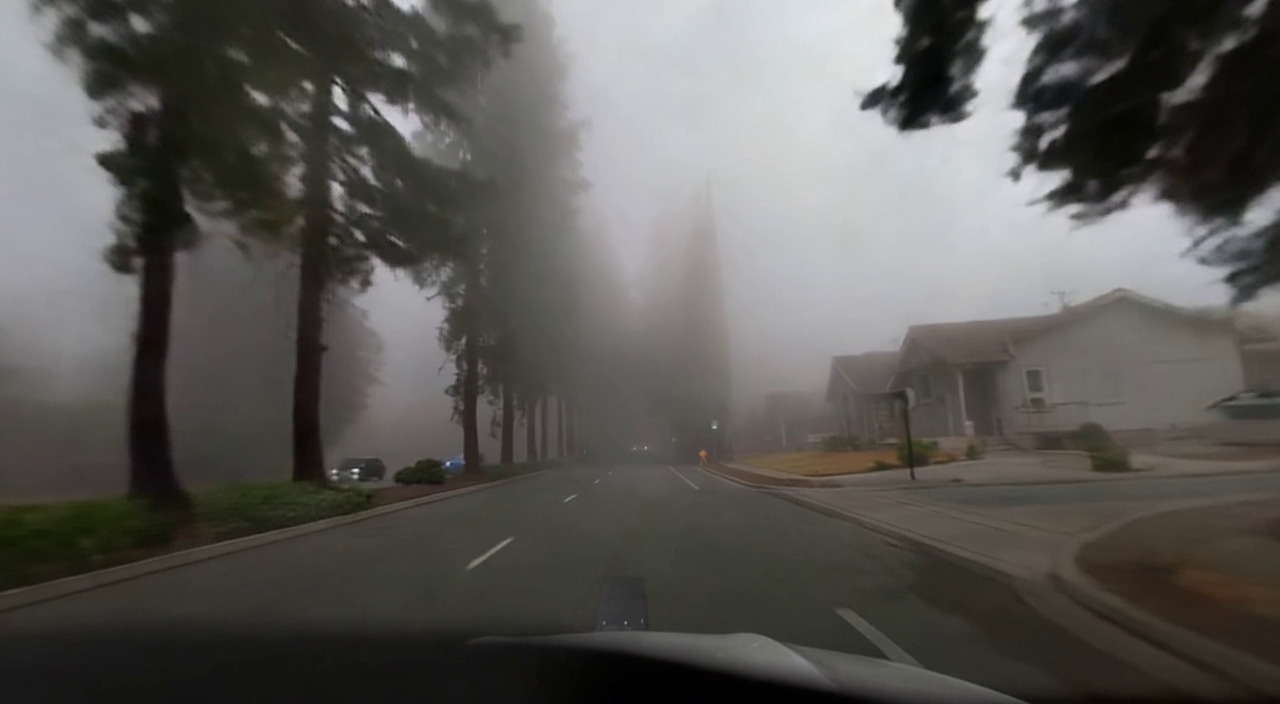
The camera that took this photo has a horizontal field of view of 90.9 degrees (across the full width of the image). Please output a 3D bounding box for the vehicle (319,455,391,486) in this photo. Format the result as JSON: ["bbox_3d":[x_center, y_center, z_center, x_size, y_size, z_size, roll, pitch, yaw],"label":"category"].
[{"bbox_3d":[-15.480,6.445,34.528,1.942,1.481,4.412,0,-9,-1],"label":"vehicle"}]

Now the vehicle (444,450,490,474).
[{"bbox_3d":[-12.641,8.084,46.386,2.193,1.628,4.560,0,-9,-1],"label":"vehicle"}]
